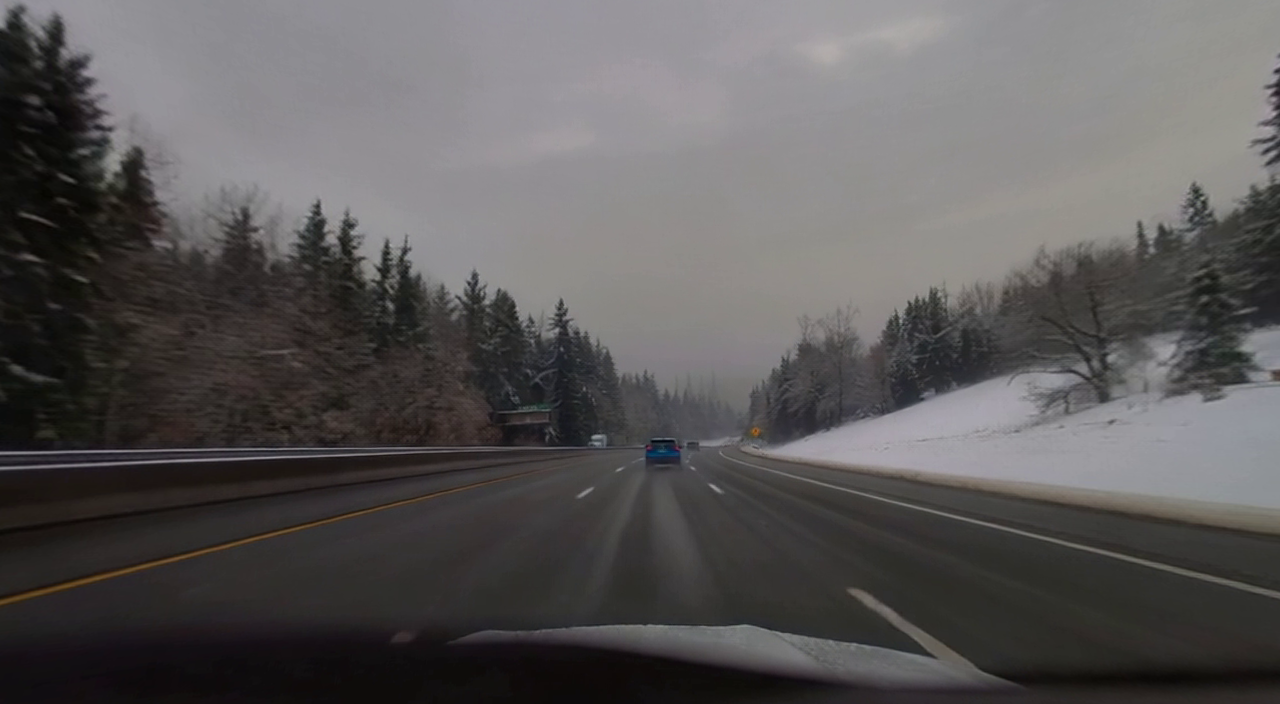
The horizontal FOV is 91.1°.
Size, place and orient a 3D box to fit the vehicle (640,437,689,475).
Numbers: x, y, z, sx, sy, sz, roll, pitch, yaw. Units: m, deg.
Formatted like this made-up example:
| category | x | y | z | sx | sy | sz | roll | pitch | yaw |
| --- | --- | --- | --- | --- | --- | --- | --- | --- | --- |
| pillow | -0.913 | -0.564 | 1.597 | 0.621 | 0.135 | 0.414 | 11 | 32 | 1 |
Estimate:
| category | x | y | z | sx | sy | sz | roll | pitch | yaw |
| --- | --- | --- | --- | --- | --- | --- | --- | --- | --- |
| vehicle | 1.129 | 4.882 | 29.701 | 2.133 | 1.686 | 4.203 | 0 | -8 | 2 |
